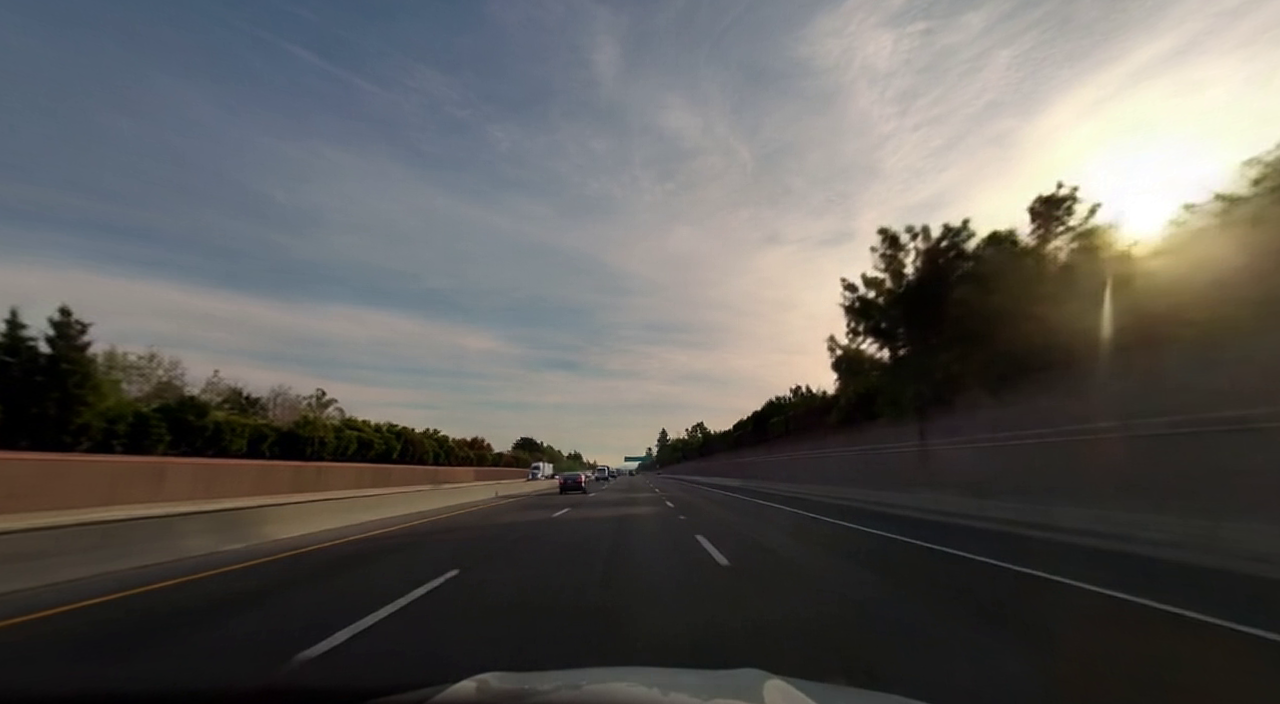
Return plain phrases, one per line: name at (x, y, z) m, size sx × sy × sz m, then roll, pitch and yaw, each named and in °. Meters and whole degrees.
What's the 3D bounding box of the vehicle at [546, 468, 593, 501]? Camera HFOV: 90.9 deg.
vehicle at (-3.429, 6.533, 31.290) m, size 1.863 × 1.486 × 3.852 m, roll 1°, pitch -10°, yaw 0°
